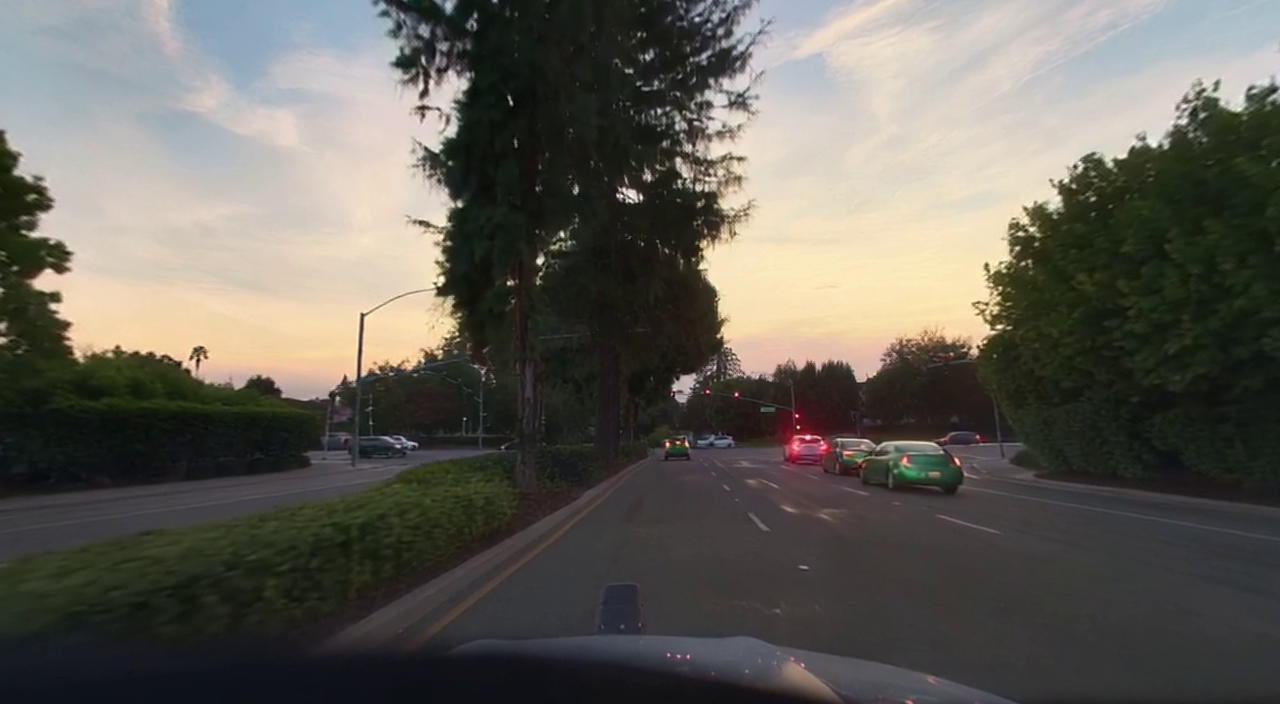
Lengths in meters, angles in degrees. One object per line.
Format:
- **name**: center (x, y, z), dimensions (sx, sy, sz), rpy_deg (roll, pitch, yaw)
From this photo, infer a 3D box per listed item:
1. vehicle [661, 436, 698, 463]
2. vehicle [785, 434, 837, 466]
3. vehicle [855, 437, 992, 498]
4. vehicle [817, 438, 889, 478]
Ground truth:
- **vehicle**: center (2.267, 5.689, 36.930), dimensions (2.041, 1.485, 3.813), rpy_deg (-1, -8, 3)
- **vehicle**: center (9.177, 5.282, 34.127), dimensions (1.901, 1.577, 4.348), rpy_deg (-1, -8, 4)
- **vehicle**: center (7.849, 3.204, 18.048), dimensions (1.947, 1.478, 4.731), rpy_deg (-1, -8, 3)
- **vehicle**: center (8.446, 4.213, 25.387), dimensions (1.726, 1.467, 3.793), rpy_deg (-1, -8, 3)
